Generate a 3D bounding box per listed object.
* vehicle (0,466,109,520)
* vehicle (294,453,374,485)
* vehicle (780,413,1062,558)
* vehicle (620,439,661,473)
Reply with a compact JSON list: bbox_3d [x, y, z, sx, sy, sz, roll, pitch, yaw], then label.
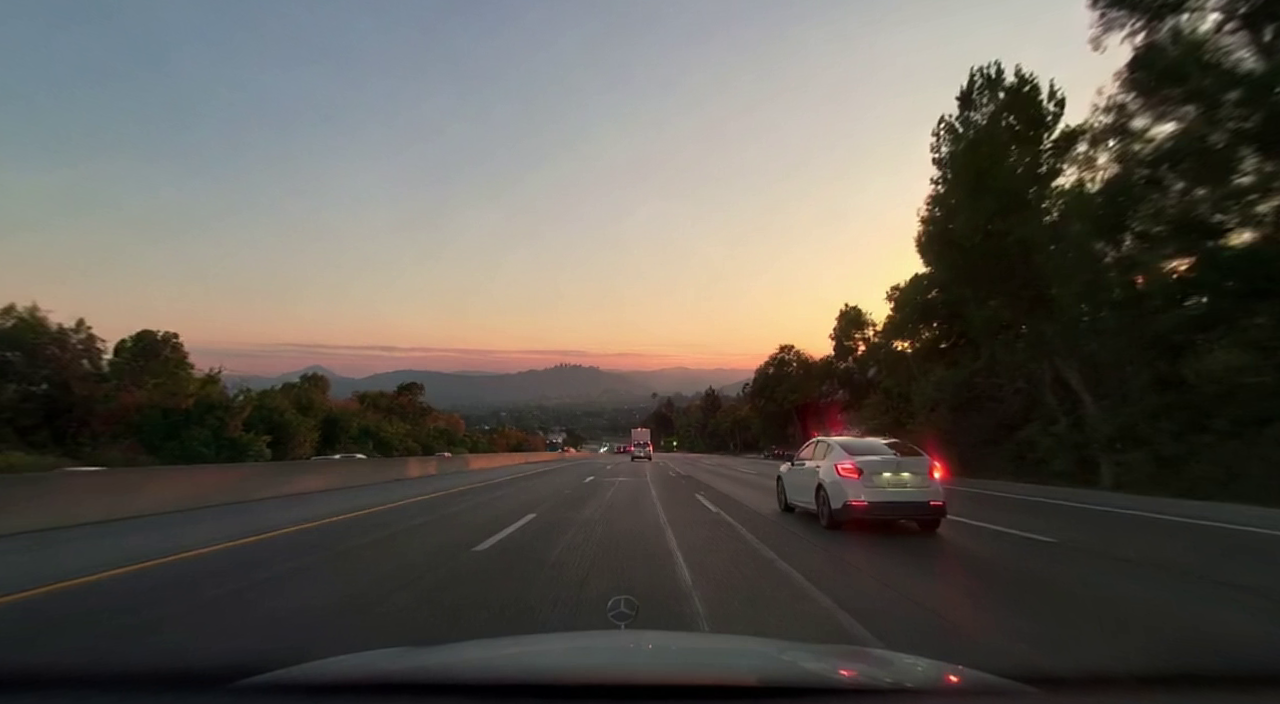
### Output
[{"bbox_3d":[-19.556,4.362,19.710,1.794,1.457,4.626,0,-9,0],"label":"vehicle"},{"bbox_3d":[-15.975,6.112,33.184,1.858,1.499,4.422,0,-9,2],"label":"vehicle"},{"bbox_3d":[3.704,1.894,9.632,2.008,1.595,5.082,0,-9,1],"label":"vehicle"},{"bbox_3d":[0.017,5.423,32.931,2.015,1.639,4.086,0,-9,0],"label":"vehicle"}]
